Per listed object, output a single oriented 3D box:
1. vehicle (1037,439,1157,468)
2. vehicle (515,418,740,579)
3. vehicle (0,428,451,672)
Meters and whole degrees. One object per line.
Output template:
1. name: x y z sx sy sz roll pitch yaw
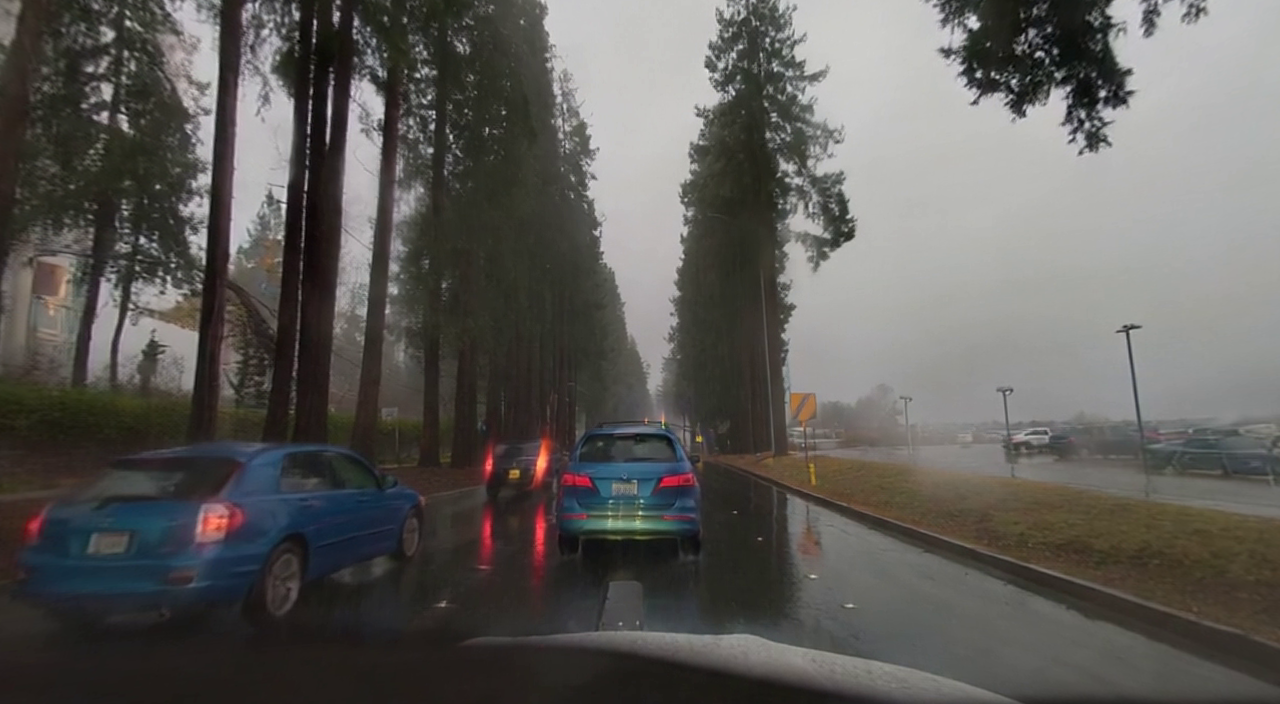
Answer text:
1. vehicle: 28.375 6.301 39.315 5.955 1.702 2.166 1 -8 -6
2. vehicle: -0.104 1.751 8.307 2.229 1.591 3.897 0 -8 1
3. vehicle: -3.568 1.539 6.149 1.922 1.464 4.424 0 -8 2
